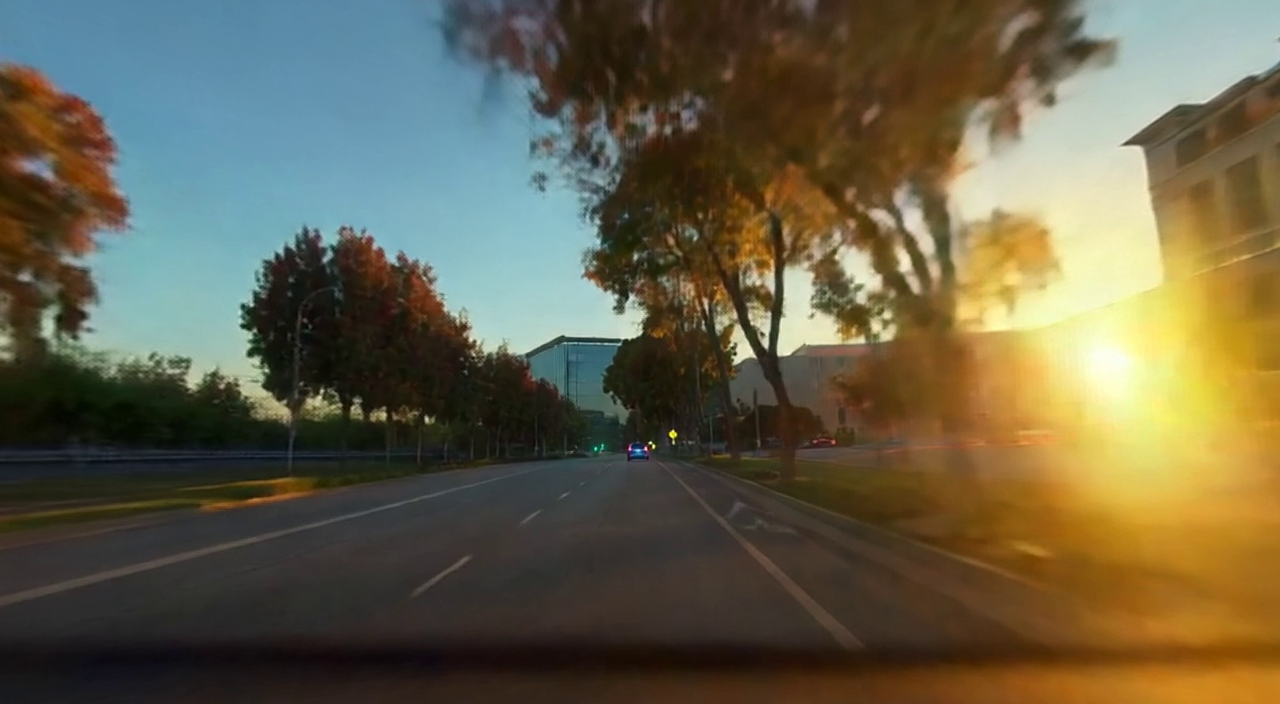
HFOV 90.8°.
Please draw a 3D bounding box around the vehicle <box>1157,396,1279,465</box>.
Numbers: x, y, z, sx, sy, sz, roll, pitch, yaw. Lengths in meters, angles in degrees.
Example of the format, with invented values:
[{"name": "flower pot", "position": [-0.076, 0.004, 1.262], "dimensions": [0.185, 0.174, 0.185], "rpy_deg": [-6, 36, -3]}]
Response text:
[{"name": "vehicle", "position": [46.434, 5.307, 44.415], "dimensions": [17.270, 4.436, 2.904], "rpy_deg": [-2, -6, 0]}]
